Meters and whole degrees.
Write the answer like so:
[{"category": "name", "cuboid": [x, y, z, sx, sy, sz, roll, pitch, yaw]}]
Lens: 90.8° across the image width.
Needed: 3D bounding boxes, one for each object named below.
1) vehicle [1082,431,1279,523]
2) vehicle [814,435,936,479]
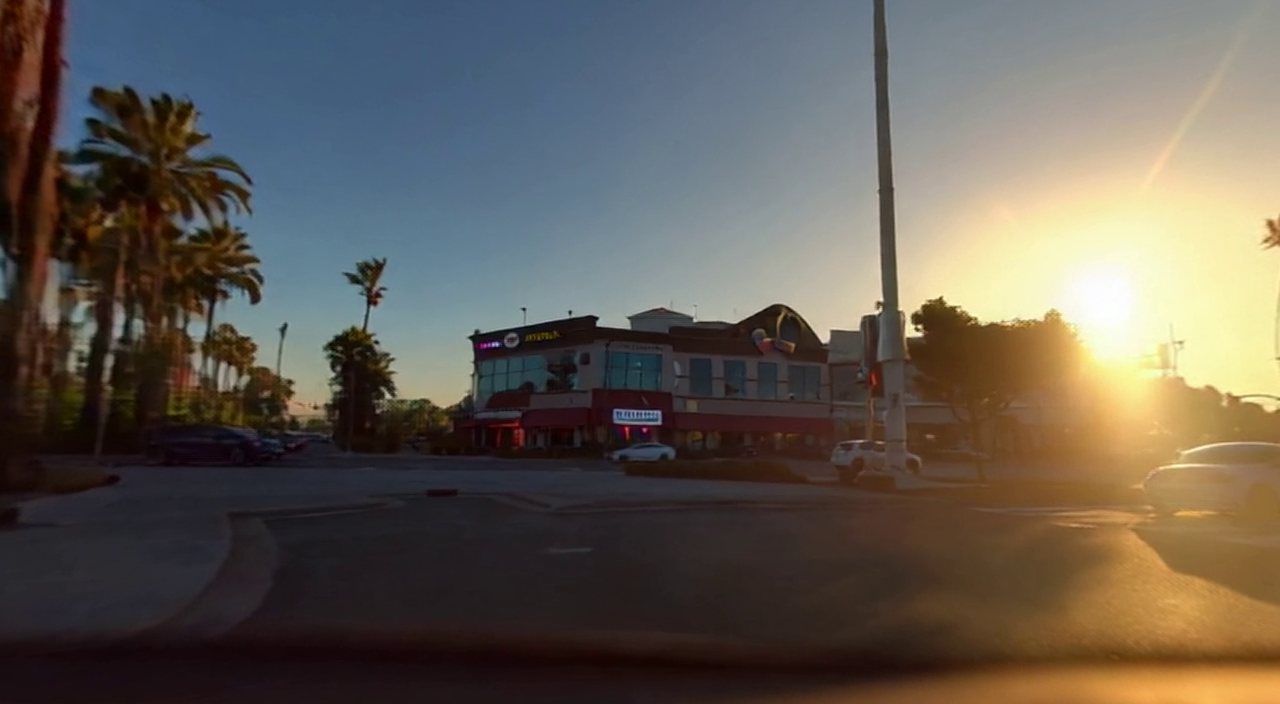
[{"category": "vehicle", "cuboid": [11.932, 2.558, 13.399, 1.870, 1.611, 3.978, 1, -9, -8]}, {"category": "vehicle", "cuboid": [9.881, 4.445, 26.775, 4.211, 1.756, 2.158, 2, -9, -8]}]
